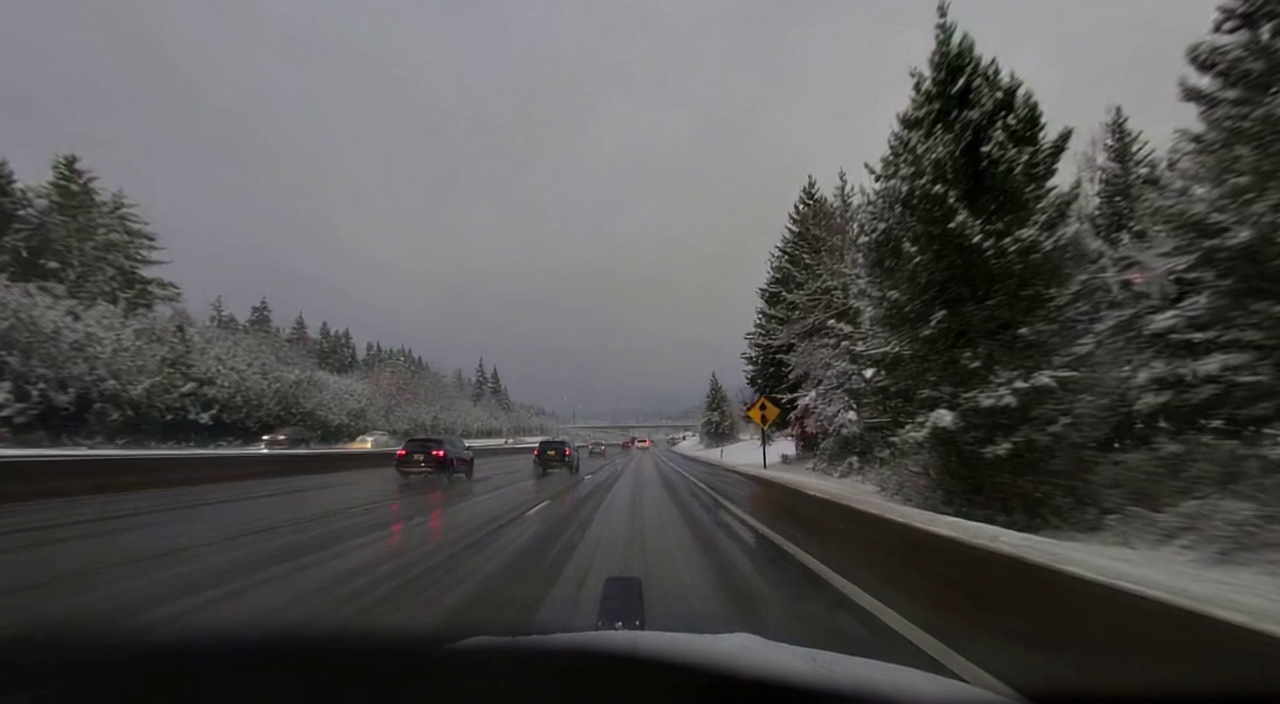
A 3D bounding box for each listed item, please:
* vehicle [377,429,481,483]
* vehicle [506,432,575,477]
[{"bbox_3d":[-7.377,3.698,22.571,2.108,1.686,4.556,0,-9,1],"label":"vehicle"},{"bbox_3d":[-4.003,4.230,26.067,2.035,1.673,4.469,0,-9,1],"label":"vehicle"}]
